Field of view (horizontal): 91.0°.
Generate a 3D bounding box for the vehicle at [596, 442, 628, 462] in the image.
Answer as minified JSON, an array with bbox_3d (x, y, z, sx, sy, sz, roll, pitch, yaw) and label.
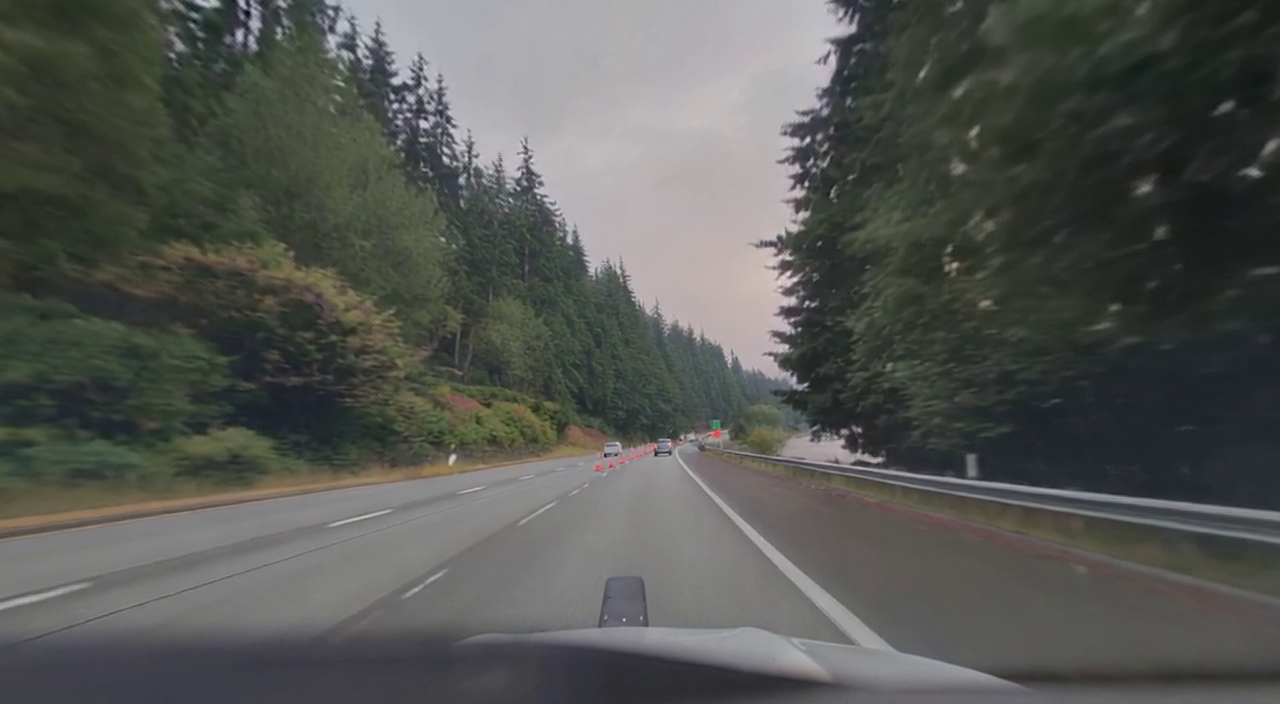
[{"bbox_3d":[-2.100,7.661,48.510,2.118,1.475,4.263,-1,-8,2],"label":"vehicle"}]
